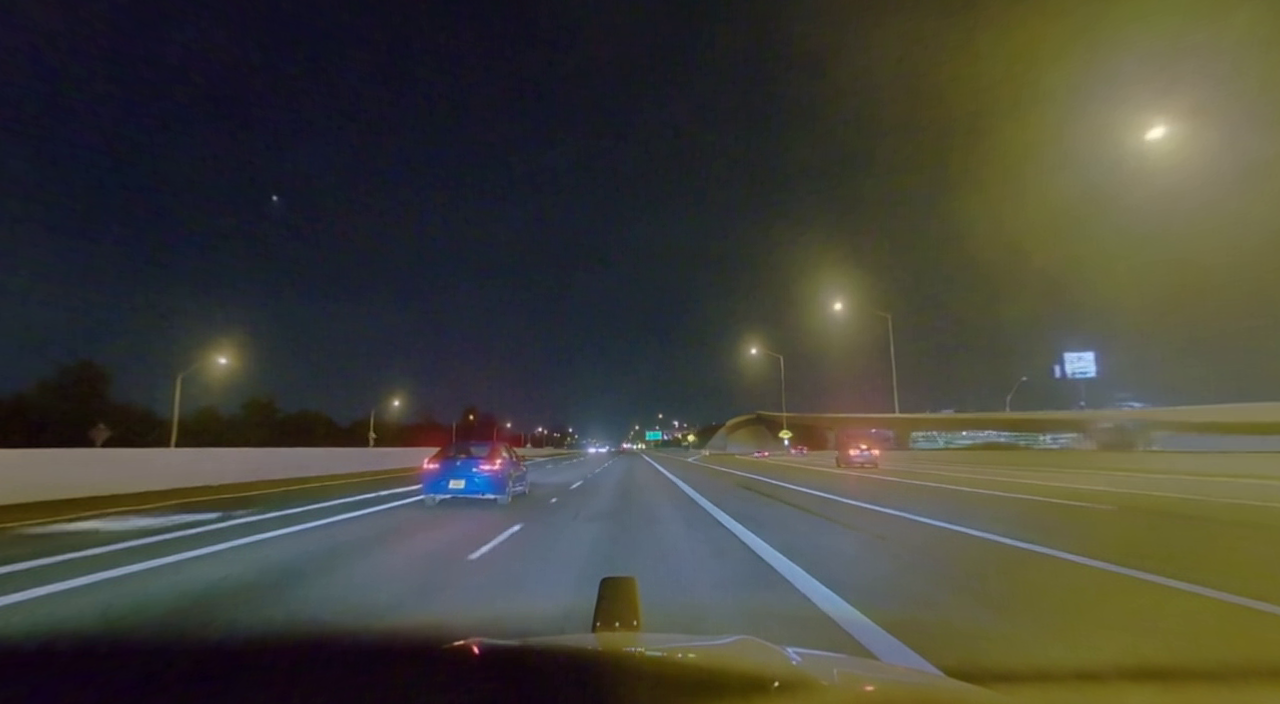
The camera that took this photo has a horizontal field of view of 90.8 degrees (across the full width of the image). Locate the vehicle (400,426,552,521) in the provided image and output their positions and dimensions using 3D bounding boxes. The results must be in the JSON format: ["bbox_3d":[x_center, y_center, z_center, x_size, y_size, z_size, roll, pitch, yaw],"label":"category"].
[{"bbox_3d":[-3.286,2.529,13.681,2.178,1.699,4.321,0,-8,-1],"label":"vehicle"}]
